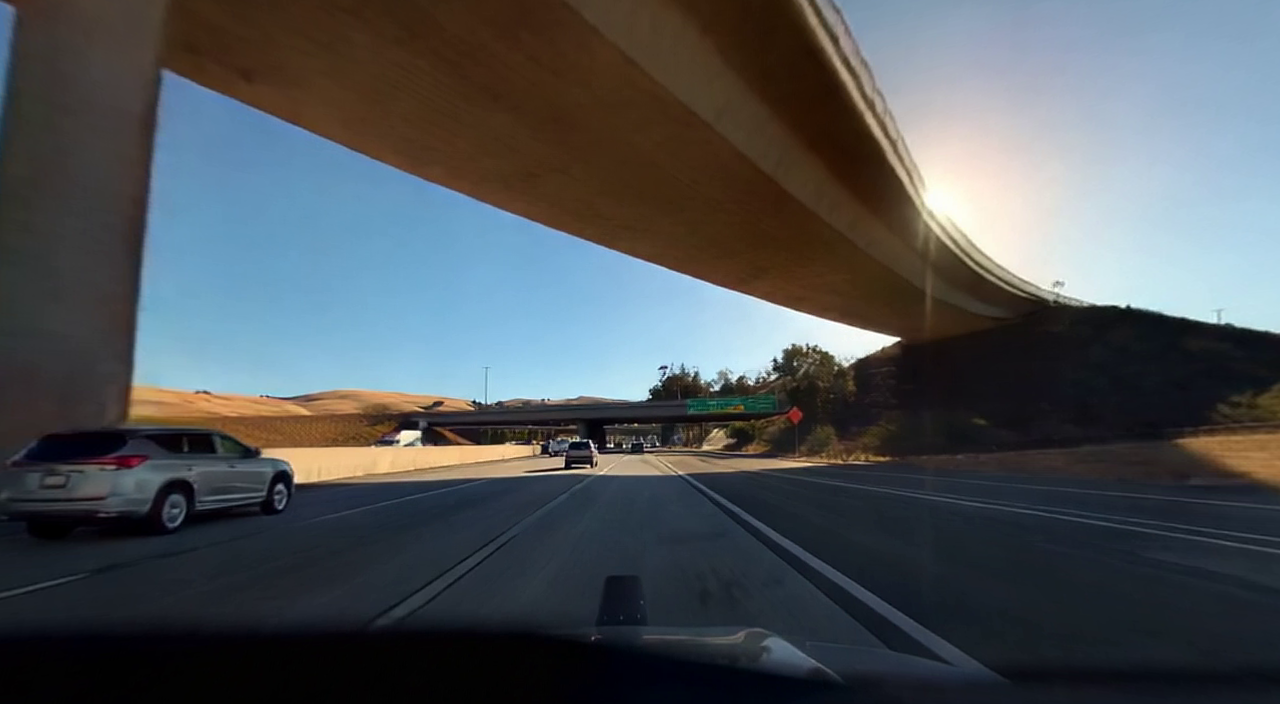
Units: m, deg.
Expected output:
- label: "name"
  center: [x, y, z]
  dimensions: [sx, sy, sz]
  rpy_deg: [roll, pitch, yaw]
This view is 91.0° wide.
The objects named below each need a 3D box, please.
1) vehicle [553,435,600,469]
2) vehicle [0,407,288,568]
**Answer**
- label: "vehicle"
  center: [-3.653, 5.849, 37.085]
  dimensions: [2.144, 1.847, 4.850]
  rpy_deg: [0, -8, 1]
- label: "vehicle"
  center: [-7.516, 1.791, 9.121]
  dimensions: [2.092, 1.712, 4.627]
  rpy_deg: [0, -8, 1]
